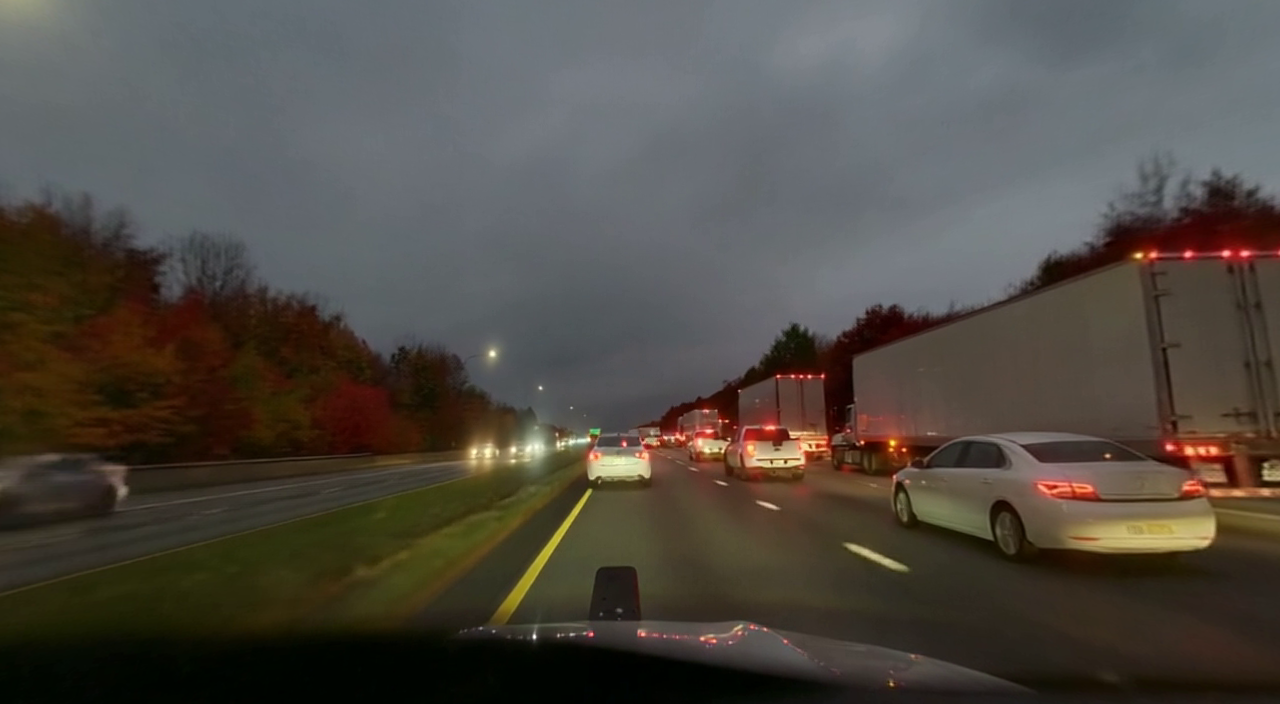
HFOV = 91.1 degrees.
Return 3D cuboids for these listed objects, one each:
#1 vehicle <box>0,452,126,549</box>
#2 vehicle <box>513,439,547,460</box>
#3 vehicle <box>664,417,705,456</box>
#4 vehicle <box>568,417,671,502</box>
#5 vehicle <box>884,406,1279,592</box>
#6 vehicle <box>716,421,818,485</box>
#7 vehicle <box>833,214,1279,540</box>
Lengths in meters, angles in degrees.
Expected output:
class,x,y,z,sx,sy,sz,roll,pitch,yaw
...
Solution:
class,x,y,z,sx,sy,sz,roll,pitch,yaw
vehicle,-11.344,2.517,10.727,1.874,1.504,3.847,0,-8,0
vehicle,-8.629,7.651,49.509,1.921,1.533,4.091,0,-8,0
vehicle,3.155,6.157,45.783,2.395,2.656,6.037,0,-8,-1
vehicle,-0.456,2.476,14.973,2.087,1.709,4.455,0,-8,-1
vehicle,4.716,1.490,7.301,2.040,1.523,4.068,0,-8,-1
vehicle,3.680,2.994,19.015,2.147,1.707,3.963,0,-8,-2
vehicle,8.402,1.194,14.881,2.908,4.099,14.103,0,-8,-1
